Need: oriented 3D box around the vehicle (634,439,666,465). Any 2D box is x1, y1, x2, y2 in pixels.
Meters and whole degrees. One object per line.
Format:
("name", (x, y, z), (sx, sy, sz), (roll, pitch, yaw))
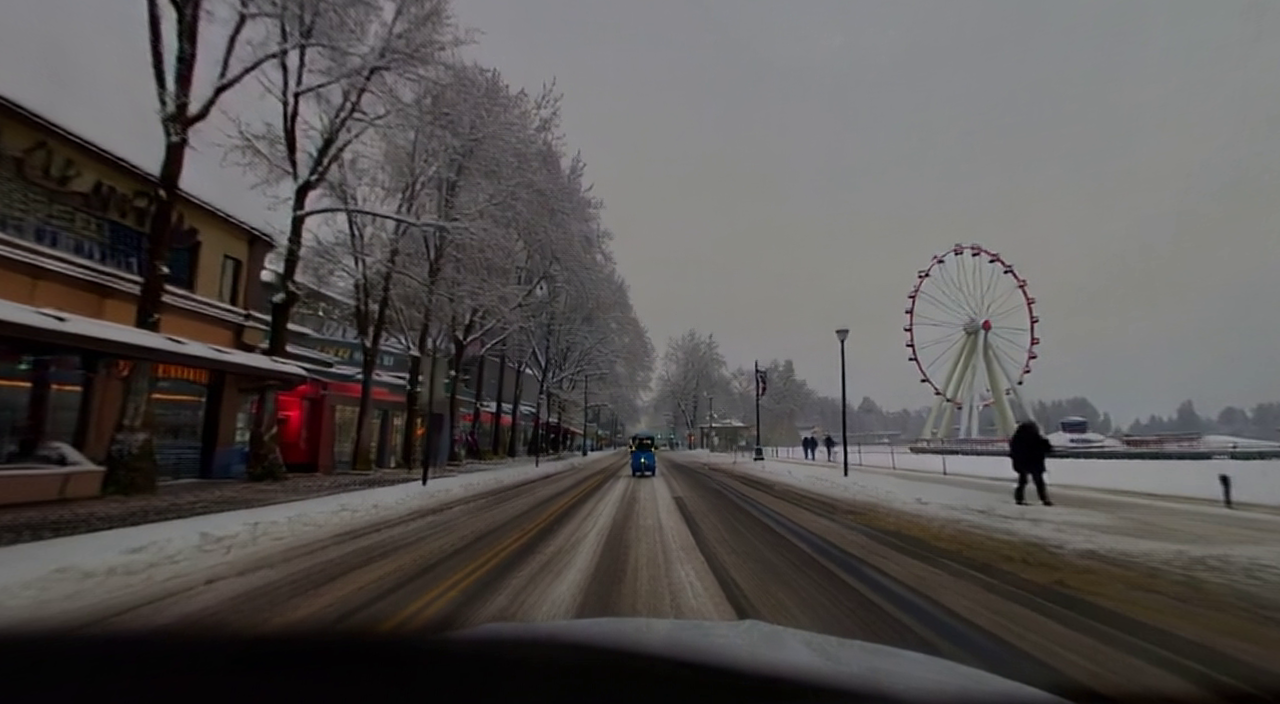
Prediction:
("vehicle", (0.684, 7.225, 45.734), (2.221, 1.773, 4.228), (0, -9, 0))
